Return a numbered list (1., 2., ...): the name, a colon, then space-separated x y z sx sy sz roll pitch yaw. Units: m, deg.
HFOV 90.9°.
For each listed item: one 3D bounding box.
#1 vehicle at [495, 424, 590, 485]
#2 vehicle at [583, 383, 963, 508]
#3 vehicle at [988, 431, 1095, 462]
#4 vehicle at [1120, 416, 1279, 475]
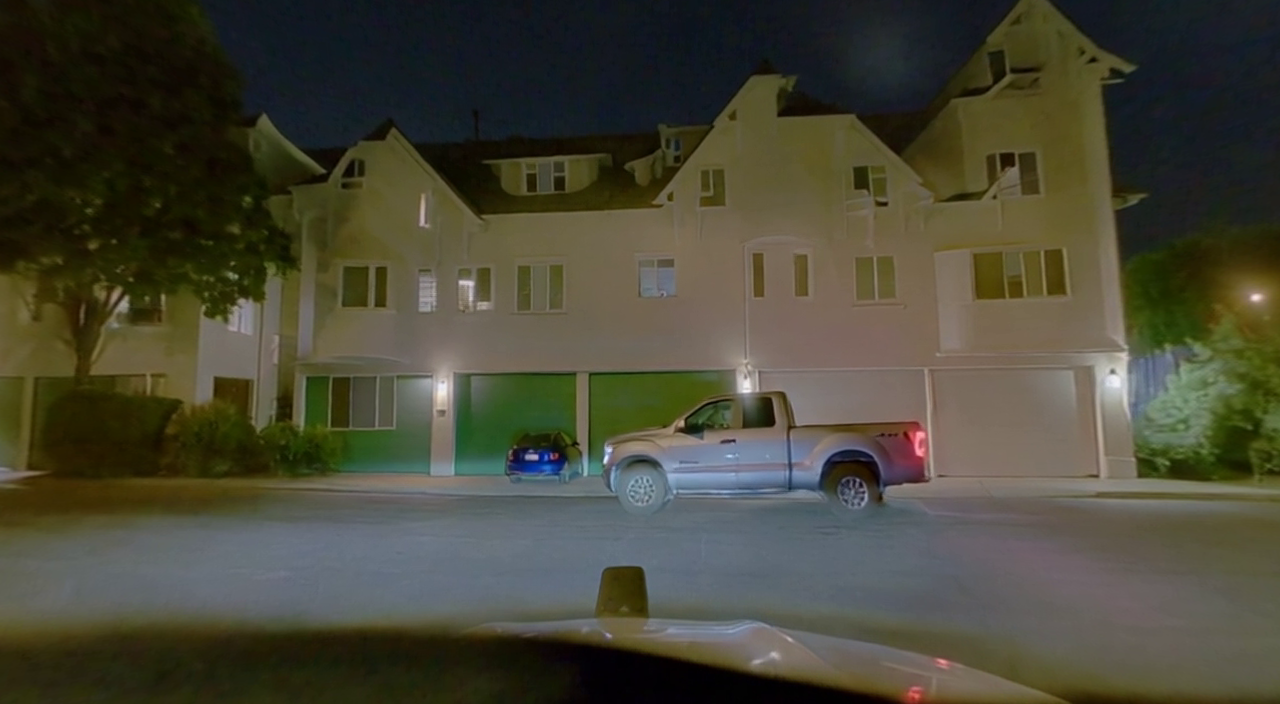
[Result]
1. vehicle: -2.872 3.076 19.446 1.869 1.460 3.826 -4 -5 6
2. vehicle: 2.018 1.578 10.640 5.600 1.835 2.161 -1 -9 6
3. vehicle: 19.284 4.554 30.402 3.897 1.416 1.703 -1 -9 7
4. vehicle: 17.789 2.944 19.826 3.770 1.496 1.951 3 -9 7
